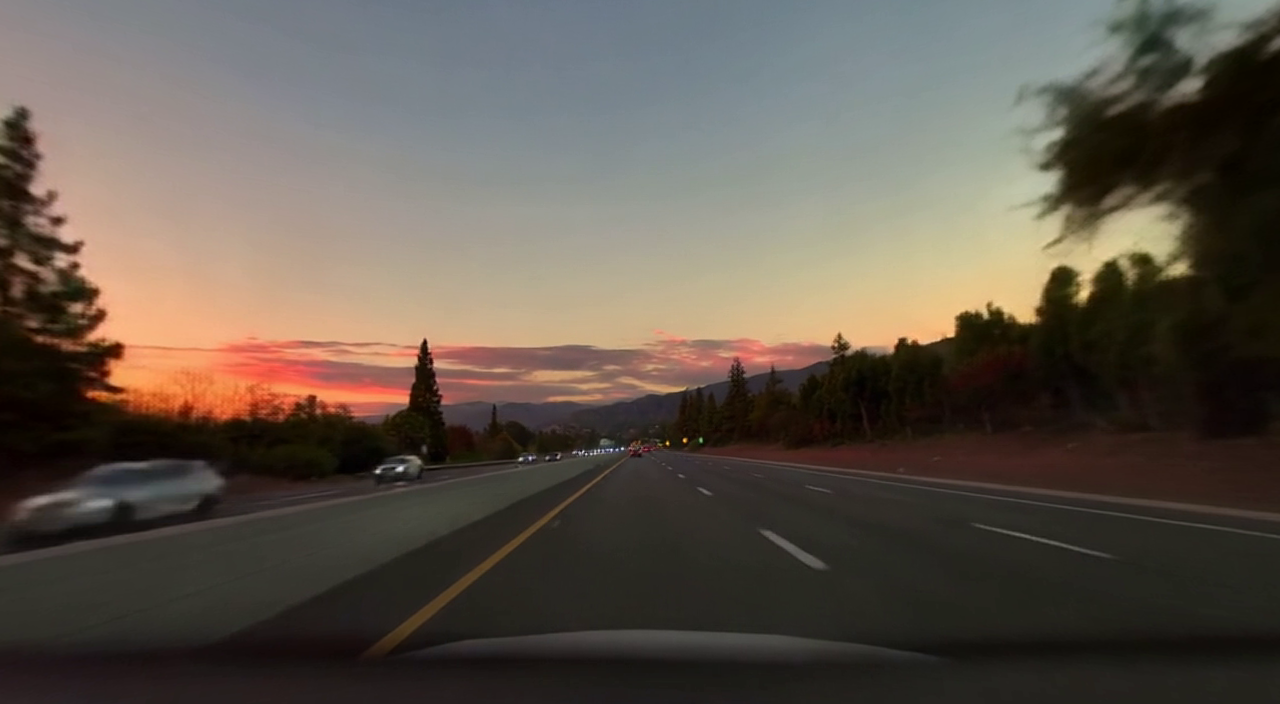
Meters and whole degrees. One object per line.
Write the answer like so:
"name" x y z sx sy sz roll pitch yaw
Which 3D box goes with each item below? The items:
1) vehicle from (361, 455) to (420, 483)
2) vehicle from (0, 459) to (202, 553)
"vehicle" -16.664 7.809 42.442 2.072 1.695 4.554 0 -9 0
"vehicle" -12.107 3.201 13.771 1.965 1.625 4.322 0 -9 0
